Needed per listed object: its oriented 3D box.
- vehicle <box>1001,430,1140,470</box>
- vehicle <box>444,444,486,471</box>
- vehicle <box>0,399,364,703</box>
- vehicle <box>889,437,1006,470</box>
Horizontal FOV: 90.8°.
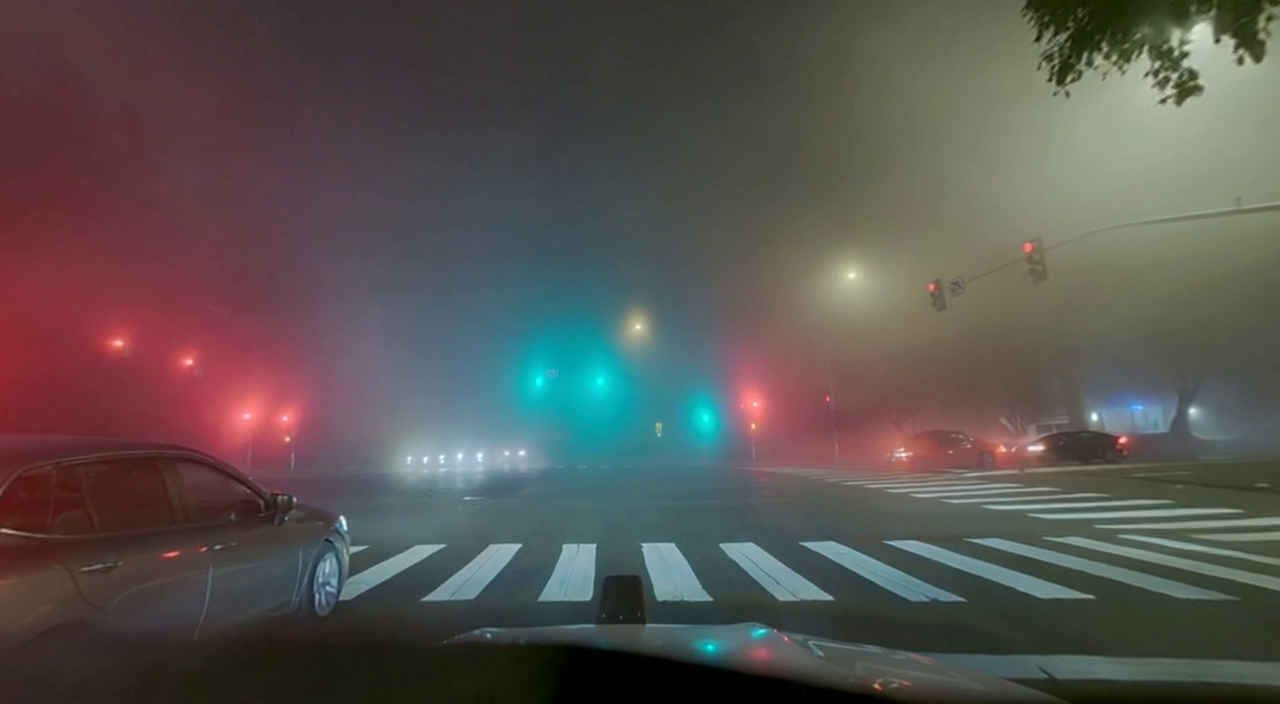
[{"bbox_3d":[16.910,3.868,24.962,4.181,1.483,1.831,0,-8,-3],"label":"vehicle"},{"bbox_3d":[-12.876,7.768,46.802,2.051,1.715,4.346,-2,-6,-3],"label":"vehicle"},{"bbox_3d":[-3.072,0.967,2.494,1.919,1.478,4.720,0,-8,-1],"label":"vehicle"},{"bbox_3d":[14.921,4.940,30.832,4.660,1.495,2.007,0,-8,-2],"label":"vehicle"}]
